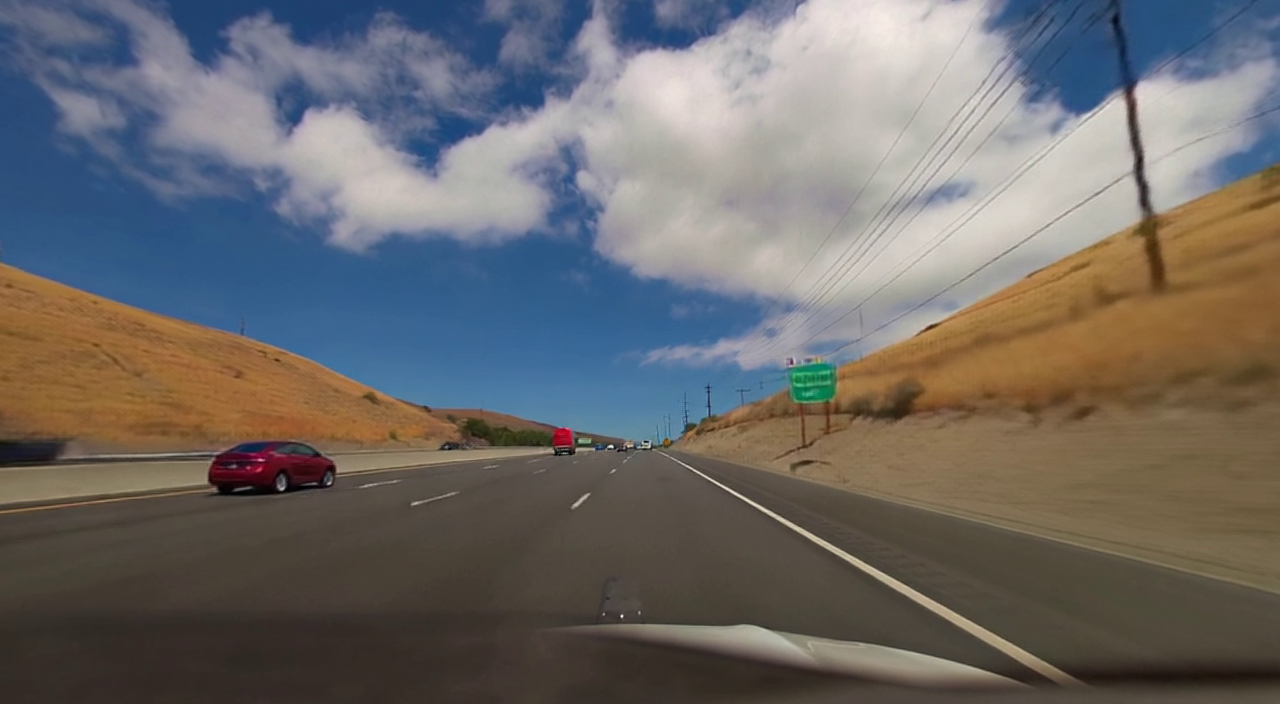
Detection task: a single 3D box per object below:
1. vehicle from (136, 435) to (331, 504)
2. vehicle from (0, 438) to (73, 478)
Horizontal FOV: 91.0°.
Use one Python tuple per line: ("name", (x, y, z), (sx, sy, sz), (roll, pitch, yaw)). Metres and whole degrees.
("vehicle", (-10.622, 3.092, 17.049), (1.971, 1.558, 4.847), (0, -9, 1))
("vehicle", (-28.324, 4.669, 27.873), (1.774, 1.718, 4.776), (0, -9, 2))
